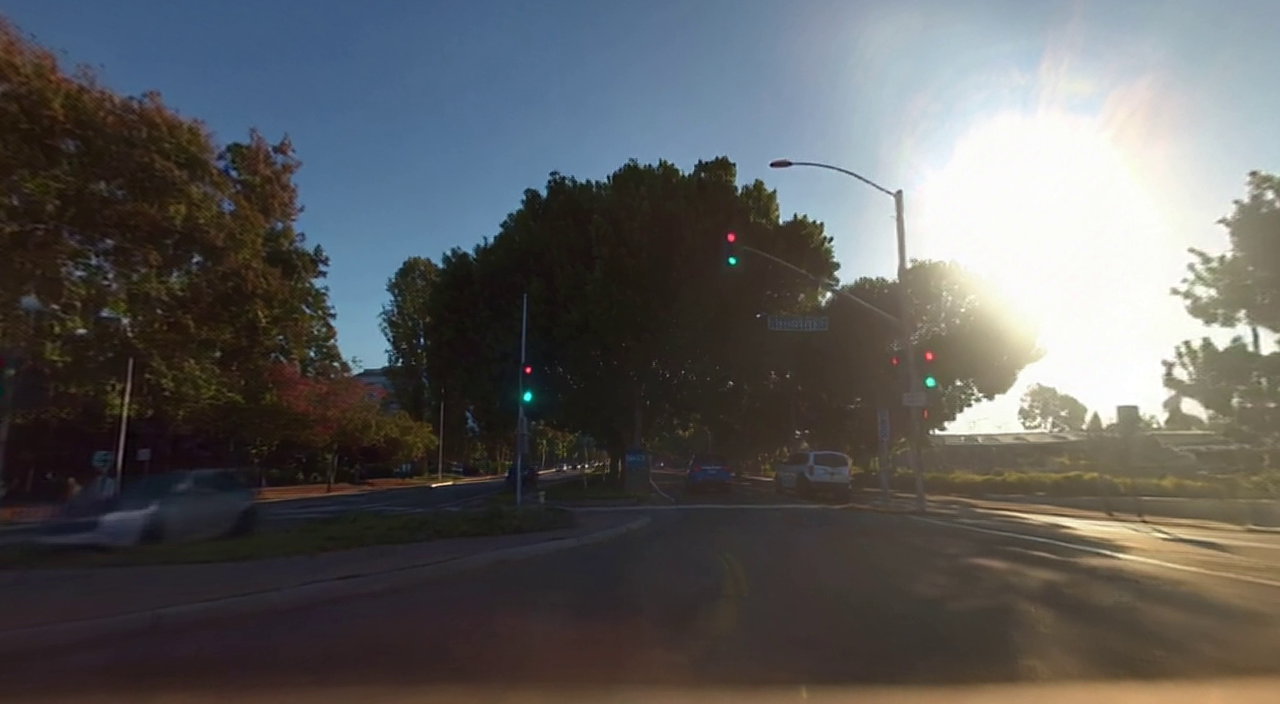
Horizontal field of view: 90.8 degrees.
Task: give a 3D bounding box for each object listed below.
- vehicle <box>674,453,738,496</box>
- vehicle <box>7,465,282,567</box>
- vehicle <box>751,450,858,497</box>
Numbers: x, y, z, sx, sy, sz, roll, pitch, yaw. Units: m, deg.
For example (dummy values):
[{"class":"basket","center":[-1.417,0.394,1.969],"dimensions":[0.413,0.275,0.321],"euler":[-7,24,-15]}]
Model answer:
[{"class":"vehicle","center":[2.755,5.269,27.642],"dimensions":[2.140,1.655,4.786],"euler":[0,-8,-2]},{"class":"vehicle","center":[-8.688,2.863,11.661],"dimensions":[1.818,1.397,4.026],"euler":[0,-8,0]},{"class":"vehicle","center":[8.654,6.445,34.252],"dimensions":[2.771,2.214,7.159],"euler":[1,-9,-10]}]
